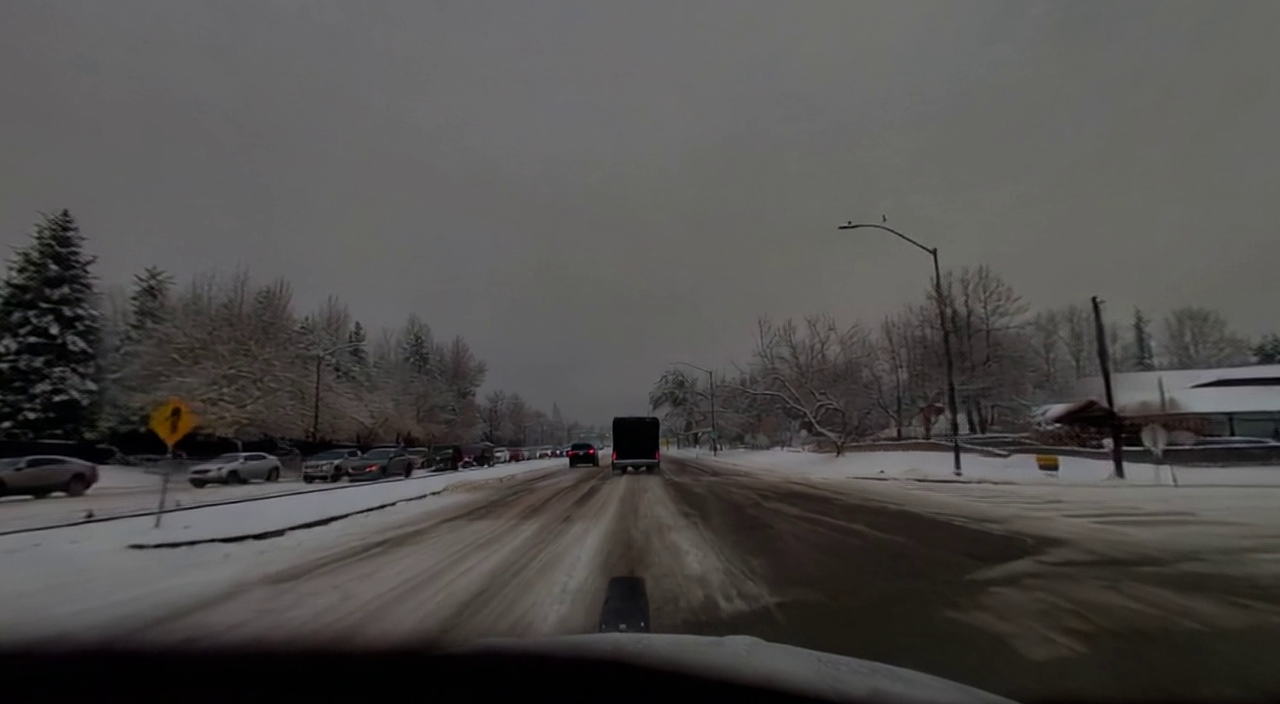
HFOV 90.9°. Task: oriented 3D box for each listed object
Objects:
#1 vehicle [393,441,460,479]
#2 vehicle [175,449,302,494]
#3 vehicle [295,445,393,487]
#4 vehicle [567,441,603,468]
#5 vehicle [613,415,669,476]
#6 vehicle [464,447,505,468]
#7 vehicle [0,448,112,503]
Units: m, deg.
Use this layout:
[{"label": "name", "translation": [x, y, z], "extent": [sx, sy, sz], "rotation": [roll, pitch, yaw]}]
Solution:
[{"label": "vehicle", "translation": [-12.433, 6.265, 37.046], "extent": [2.068, 1.747, 5.040], "rotation": [-4, -6, 1]}, {"label": "vehicle", "translation": [-16.293, 4.850, 25.973], "extent": [2.022, 1.442, 4.853], "rotation": [-4, -8, 1]}, {"label": "vehicle", "translation": [-12.937, 4.965, 27.938], "extent": [1.960, 1.627, 4.784], "rotation": [0, -8, 1]}, {"label": "vehicle", "translation": [-3.927, 7.414, 45.751], "extent": [2.184, 1.830, 4.890], "rotation": [0, -8, 0]}, {"label": "vehicle", "translation": [-0.117, 5.503, 37.463], "extent": [2.843, 3.120, 10.422], "rotation": [0, -8, -2]}, {"label": "vehicle", "translation": [-11.945, 8.108, 48.629], "extent": [1.935, 1.467, 4.451], "rotation": [0, -8, 2]}, {"label": "vehicle", "translation": [-22.408, 4.400, 22.823], "extent": [2.017, 1.785, 5.092], "rotation": [0, -8, 2]}]
